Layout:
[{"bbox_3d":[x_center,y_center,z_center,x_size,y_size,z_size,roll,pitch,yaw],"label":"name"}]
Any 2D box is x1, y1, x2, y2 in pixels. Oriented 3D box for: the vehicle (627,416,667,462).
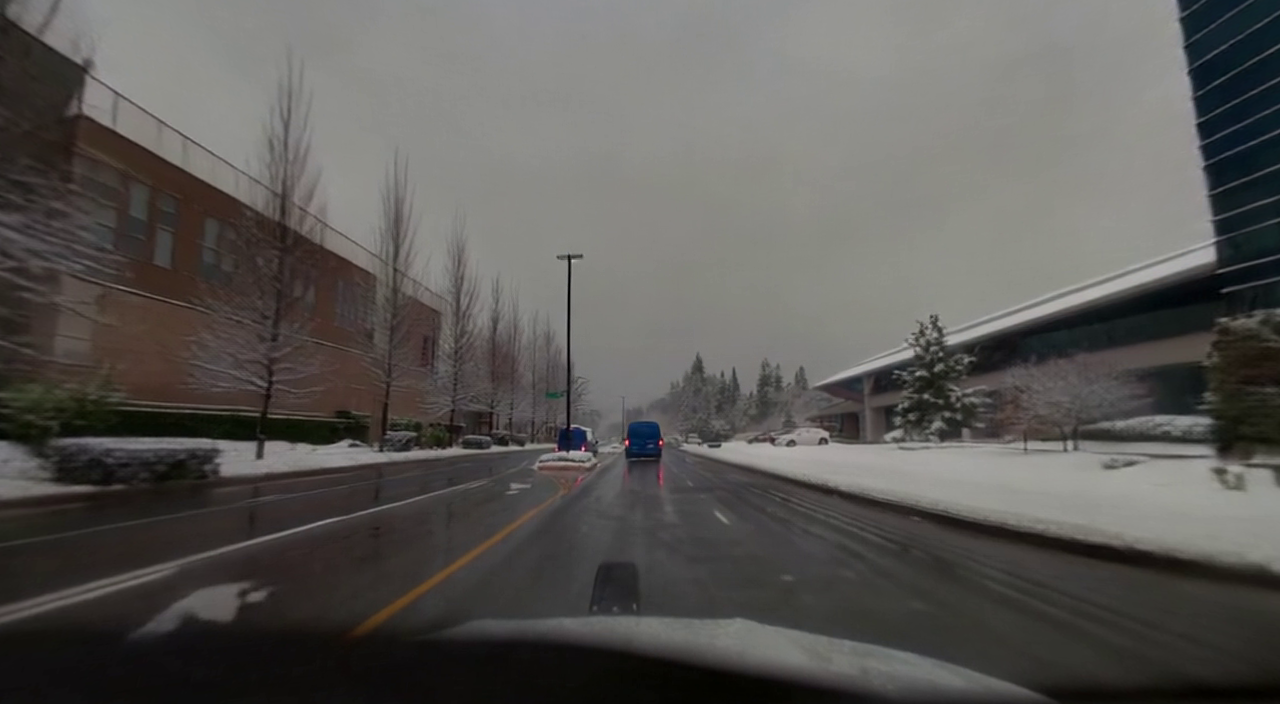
[{"bbox_3d":[0.411,5.735,41.720,2.435,2.816,5.232,0,-8,0],"label":"vehicle"}]
